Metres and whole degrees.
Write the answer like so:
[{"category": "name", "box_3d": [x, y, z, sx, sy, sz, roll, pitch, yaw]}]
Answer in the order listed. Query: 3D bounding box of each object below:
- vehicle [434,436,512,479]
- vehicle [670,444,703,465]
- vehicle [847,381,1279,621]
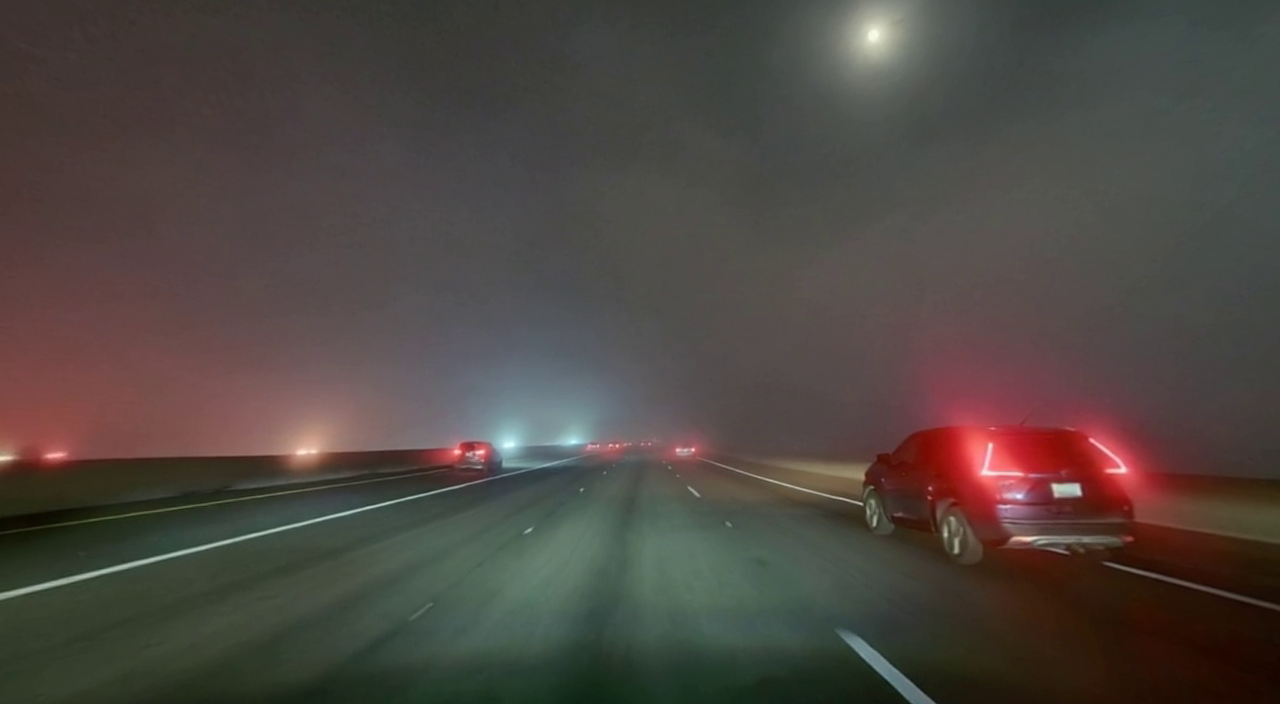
[{"category": "vehicle", "box_3d": [-7.278, 4.652, 27.972, 2.095, 1.696, 4.680, -1, -9, 1]}, {"category": "vehicle", "box_3d": [3.386, 7.542, 46.432, 2.038, 1.497, 4.167, 0, -9, -1]}, {"category": "vehicle", "box_3d": [4.305, 1.518, 7.348, 2.153, 1.860, 4.689, -1, -9, 0]}]
